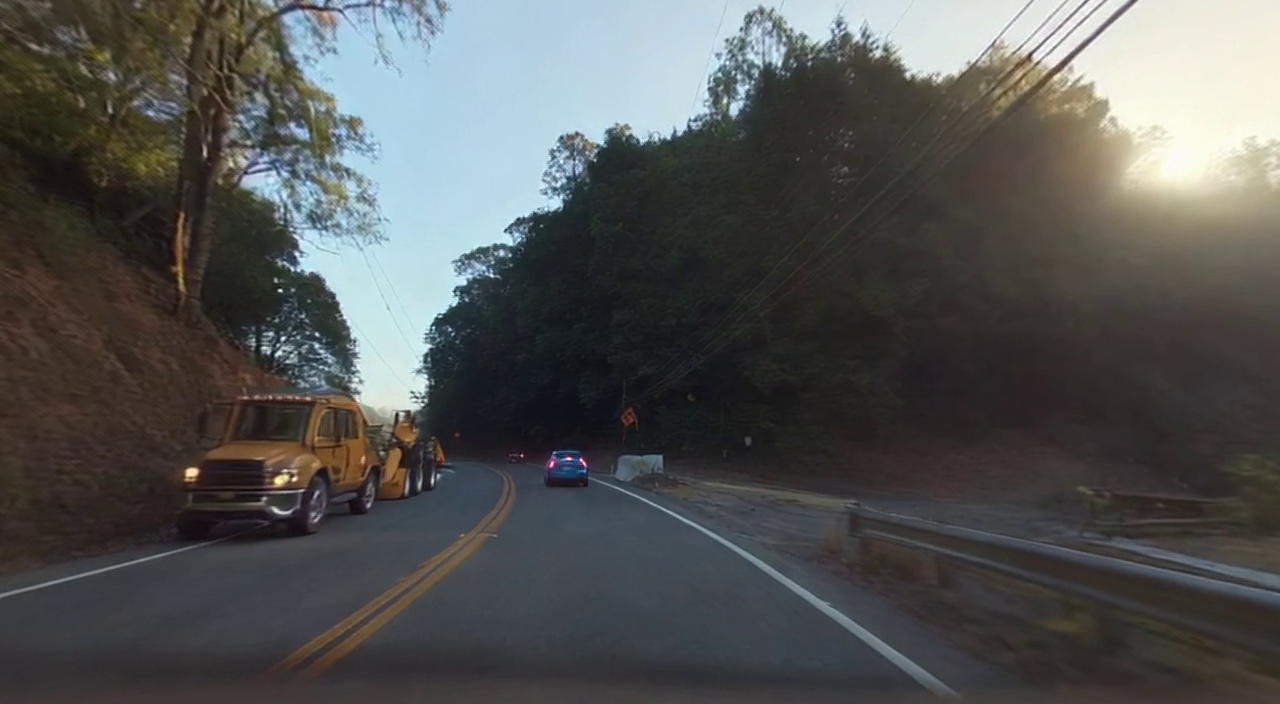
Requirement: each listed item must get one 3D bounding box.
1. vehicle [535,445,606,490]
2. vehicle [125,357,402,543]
[{"bbox_3d":[-2.692,4.223,23.459,2.259,1.503,4.075,2,-9,-11],"label":"vehicle"},{"bbox_3d":[-6.060,1.661,10.965,2.257,2.597,4.069,0,-9,-2],"label":"vehicle"}]
